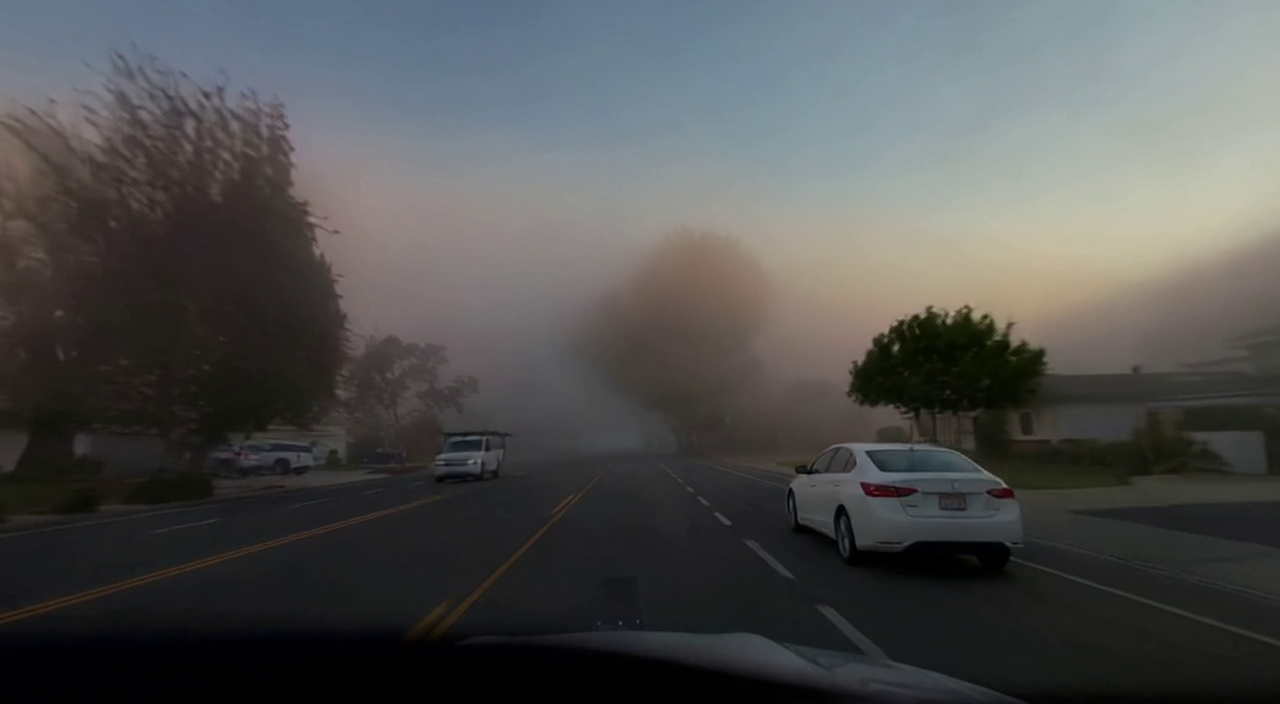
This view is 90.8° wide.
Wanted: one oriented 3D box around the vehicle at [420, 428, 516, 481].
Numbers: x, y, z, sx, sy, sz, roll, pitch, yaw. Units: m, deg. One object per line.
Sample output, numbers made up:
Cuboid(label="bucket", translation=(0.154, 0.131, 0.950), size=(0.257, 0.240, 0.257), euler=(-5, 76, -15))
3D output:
Cuboid(label="vehicle", translation=(-7.136, 4.335, 27.079), size=(2.334, 1.985, 6.274), euler=(0, -8, 0))

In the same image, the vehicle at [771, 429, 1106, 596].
Cuboid(label="vehicle", translation=(3.164, 1.766, 7.904), size=(2.057, 1.493, 4.225), euler=(0, -8, -1))

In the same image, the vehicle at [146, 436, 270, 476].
Cuboid(label="vehicle", translation=(-20.626, 4.963, 30.299), size=(4.445, 1.822, 2.095), euler=(-1, -8, 3))
